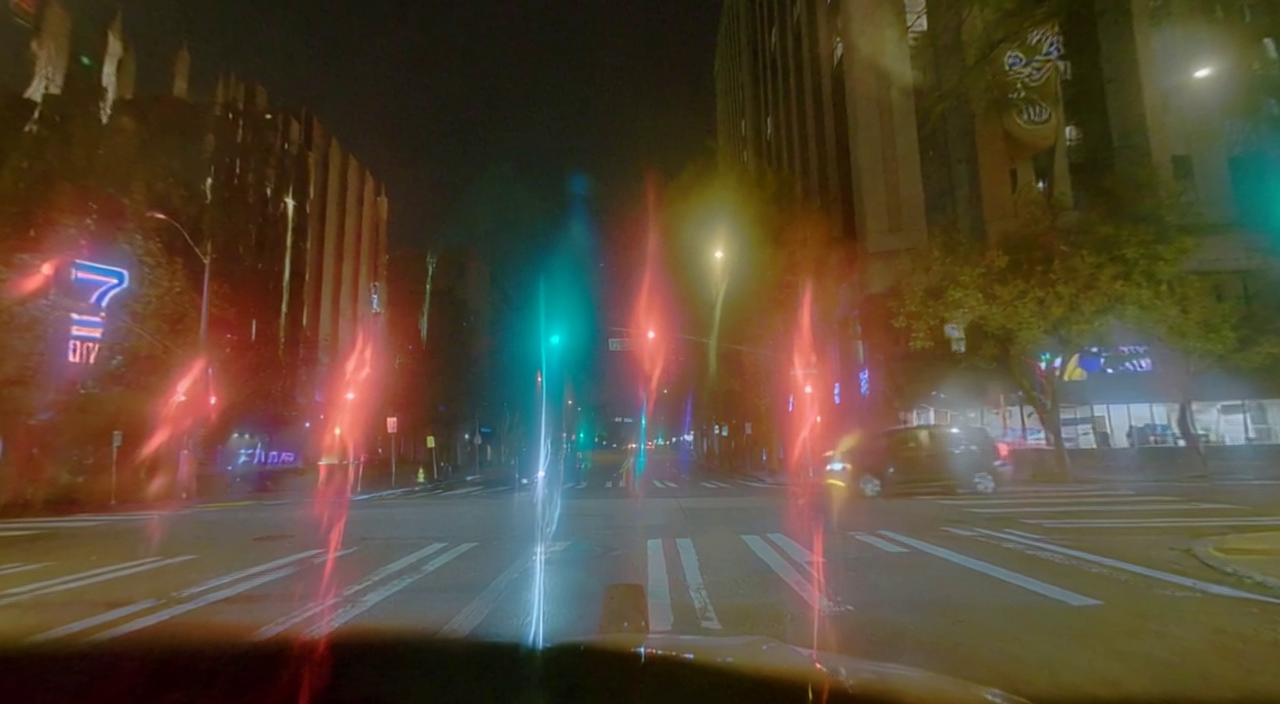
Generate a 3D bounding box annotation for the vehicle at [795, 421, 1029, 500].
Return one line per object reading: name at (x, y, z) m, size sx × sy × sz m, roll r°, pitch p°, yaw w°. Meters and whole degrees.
vehicle at (6.518, 2.658, 15.603) m, size 4.836 × 1.795 × 1.957 m, roll 0°, pitch -8°, yaw 1°
